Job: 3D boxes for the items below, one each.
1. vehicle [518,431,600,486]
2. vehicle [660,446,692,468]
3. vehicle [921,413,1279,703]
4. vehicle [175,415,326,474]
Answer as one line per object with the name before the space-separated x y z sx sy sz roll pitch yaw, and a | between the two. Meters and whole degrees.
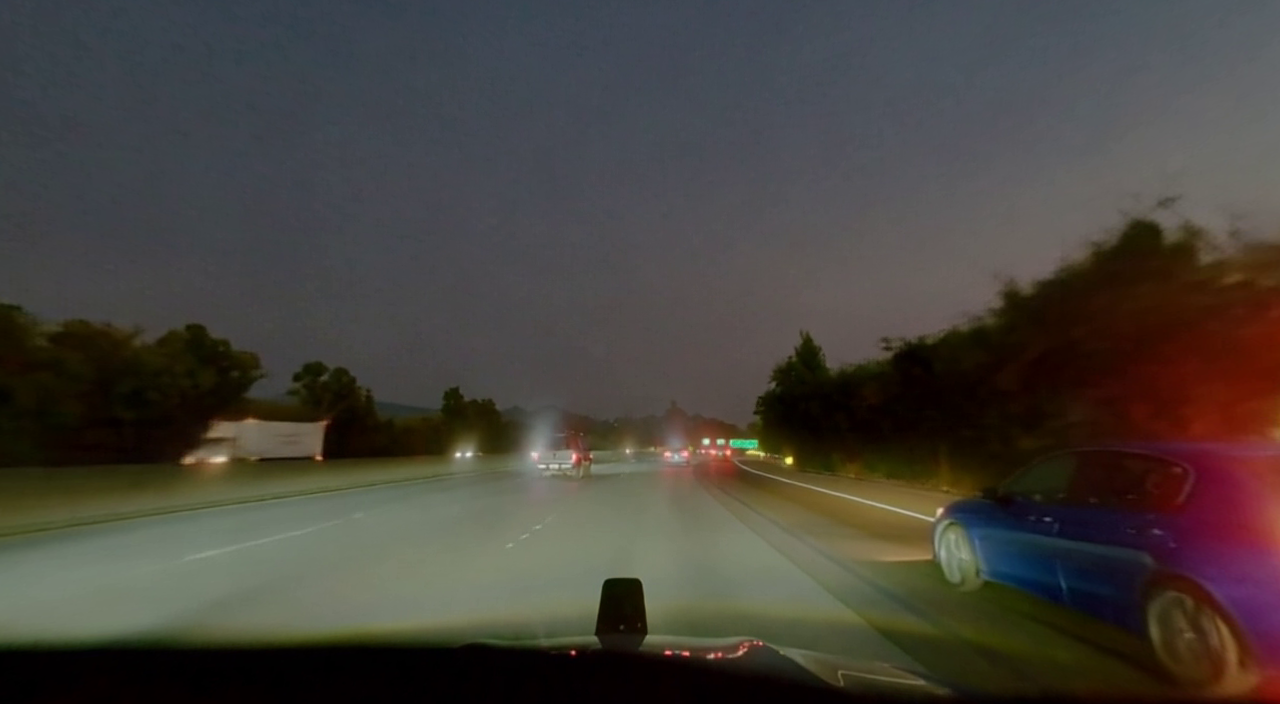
vehicle | -2.879 3.952 23.737 2.185 1.823 4.854 0 -9 3
vehicle | 2.573 7.320 44.240 2.158 1.458 3.656 -1 -9 5
vehicle | 3.998 1.246 4.246 2.131 1.497 4.456 0 -9 0
vehicle | -23.622 5.729 39.067 3.071 3.203 8.905 -1 -9 4
